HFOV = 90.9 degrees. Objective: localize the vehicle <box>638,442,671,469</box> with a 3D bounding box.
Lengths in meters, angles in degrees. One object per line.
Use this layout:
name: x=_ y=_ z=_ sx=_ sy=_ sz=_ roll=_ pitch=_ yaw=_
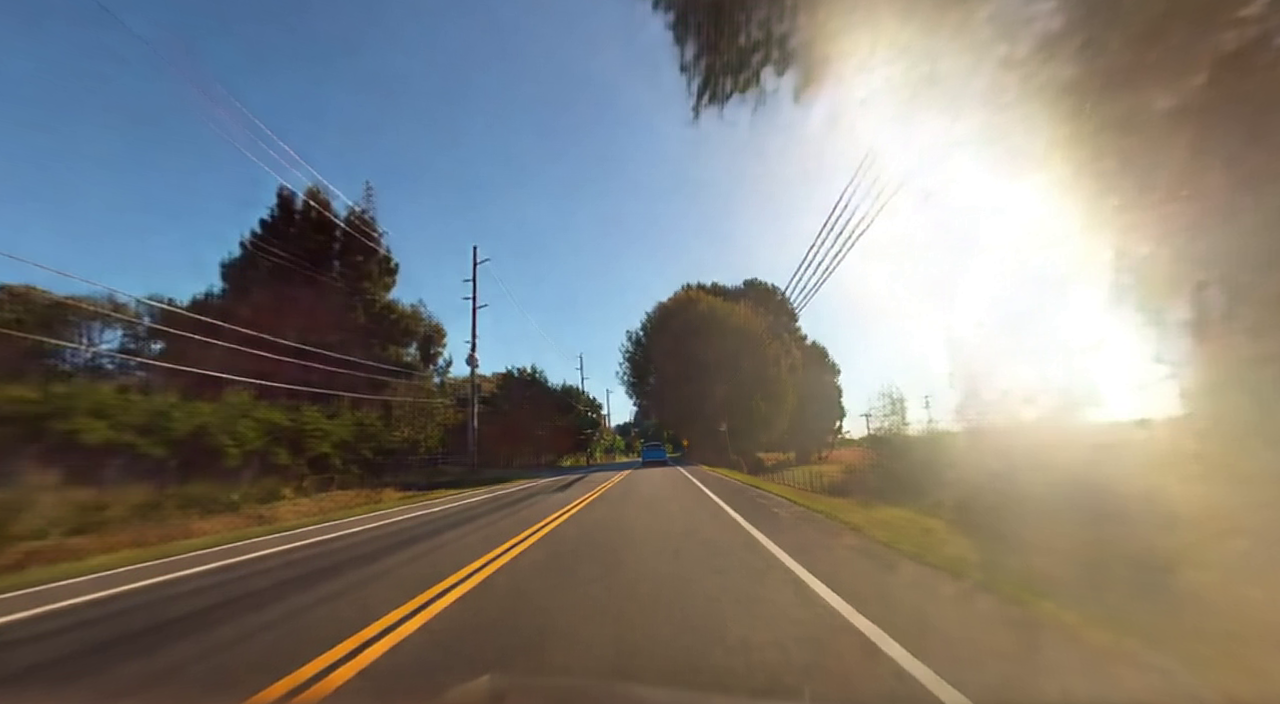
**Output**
vehicle: x=1.086 y=8.081 z=49.367 sx=2.468 sy=2.056 sz=4.422 roll=0 pitch=-9 yaw=1
